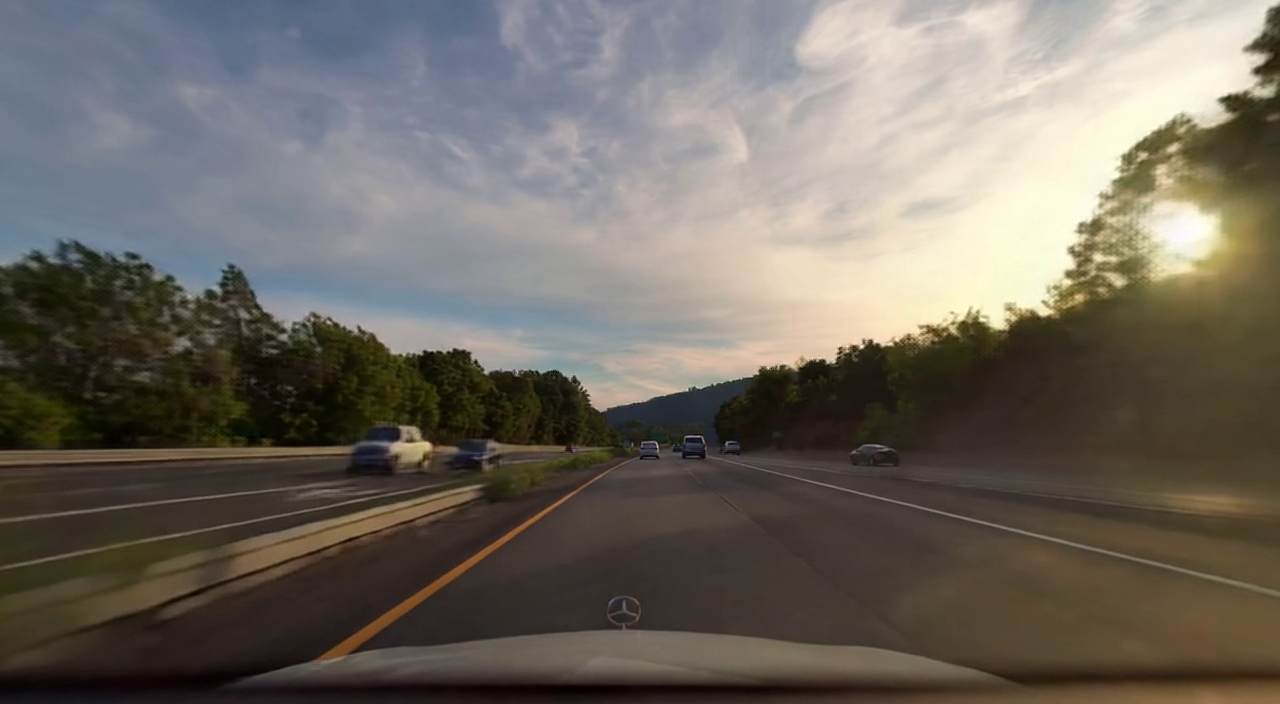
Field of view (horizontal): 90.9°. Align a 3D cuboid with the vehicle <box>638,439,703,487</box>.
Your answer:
[{"bbox_3d":[0.958,3.804,21.915,2.053,1.483,4.185,0,-9,0],"label":"vehicle"}]

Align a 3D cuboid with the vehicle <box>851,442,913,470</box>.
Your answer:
[{"bbox_3d":[13.806,5.944,36.113,1.926,1.483,3.528,1,-9,-4],"label":"vehicle"}]

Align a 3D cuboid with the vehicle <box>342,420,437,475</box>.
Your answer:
[{"bbox_3d":[-12.770,4.956,32.746,2.363,2.584,5.888,0,-9,1],"label":"vehicle"}]

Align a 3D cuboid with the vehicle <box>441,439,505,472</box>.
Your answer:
[{"bbox_3d":[-8.486,5.304,32.468,1.934,1.600,4.501,0,-9,1],"label":"vehicle"}]
